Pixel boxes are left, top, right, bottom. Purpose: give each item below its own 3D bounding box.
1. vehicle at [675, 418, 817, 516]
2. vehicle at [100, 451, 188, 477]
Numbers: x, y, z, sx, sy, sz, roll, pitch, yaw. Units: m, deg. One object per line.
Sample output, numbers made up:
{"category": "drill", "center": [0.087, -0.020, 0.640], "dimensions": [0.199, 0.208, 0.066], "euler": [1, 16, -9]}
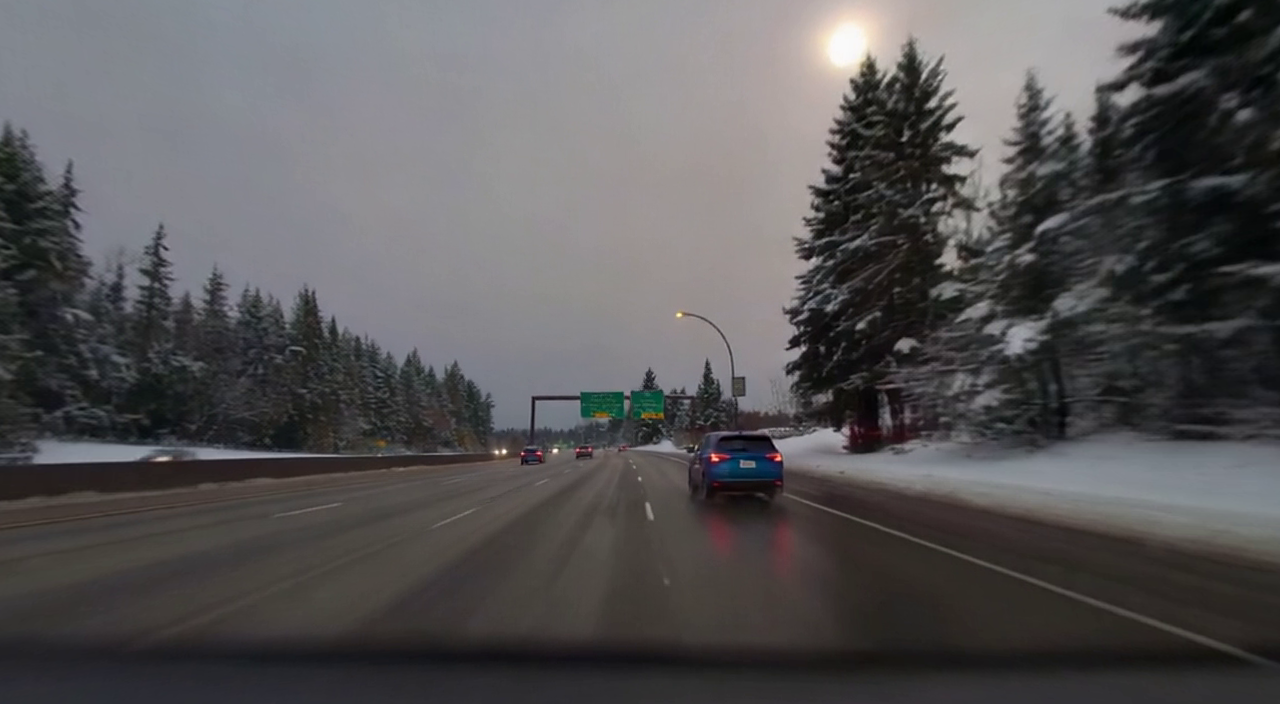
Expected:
{"category": "vehicle", "center": [1.994, 2.348, 13.292], "dimensions": [2.120, 1.706, 4.226], "euler": [1, -8, -2]}
{"category": "vehicle", "center": [-31.379, 7.077, 40.098], "dimensions": [1.855, 1.492, 4.685], "euler": [0, -8, -1]}
